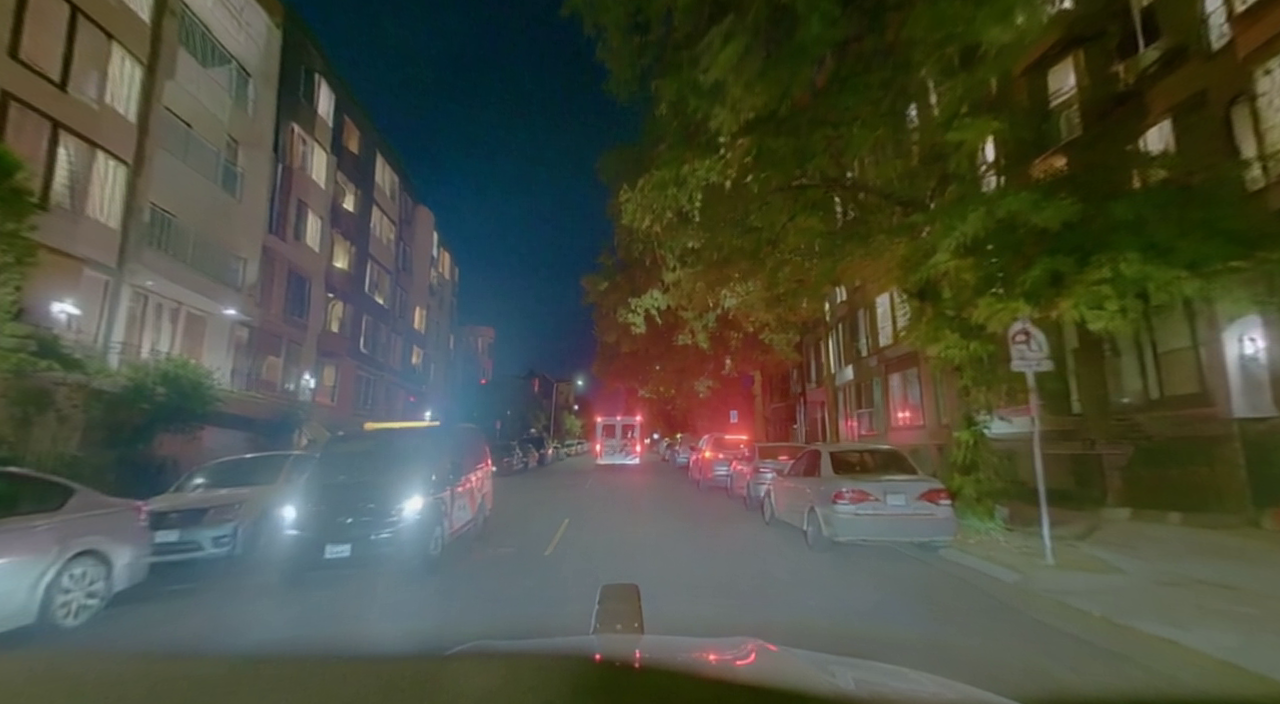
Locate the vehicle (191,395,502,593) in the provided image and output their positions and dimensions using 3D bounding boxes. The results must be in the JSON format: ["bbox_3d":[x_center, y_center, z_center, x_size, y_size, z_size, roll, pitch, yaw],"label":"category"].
[{"bbox_3d":[-3.215,1.630,8.111,2.029,1.802,4.229,-1,-8,-1],"label":"vehicle"}]

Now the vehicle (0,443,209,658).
[{"bbox_3d":[-5.445,1.336,4.103,2.047,1.471,4.647,0,-8,-1],"label":"vehicle"}]

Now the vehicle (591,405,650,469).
[{"bbox_3d":[-1.082,4.575,33.688,2.754,3.008,7.730,0,-8,-2],"label":"vehicle"}]

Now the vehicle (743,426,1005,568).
[{"bbox_3d":[3.037,1.978,9.425,2.035,1.549,4.373,2,-8,-3],"label":"vehicle"}]
